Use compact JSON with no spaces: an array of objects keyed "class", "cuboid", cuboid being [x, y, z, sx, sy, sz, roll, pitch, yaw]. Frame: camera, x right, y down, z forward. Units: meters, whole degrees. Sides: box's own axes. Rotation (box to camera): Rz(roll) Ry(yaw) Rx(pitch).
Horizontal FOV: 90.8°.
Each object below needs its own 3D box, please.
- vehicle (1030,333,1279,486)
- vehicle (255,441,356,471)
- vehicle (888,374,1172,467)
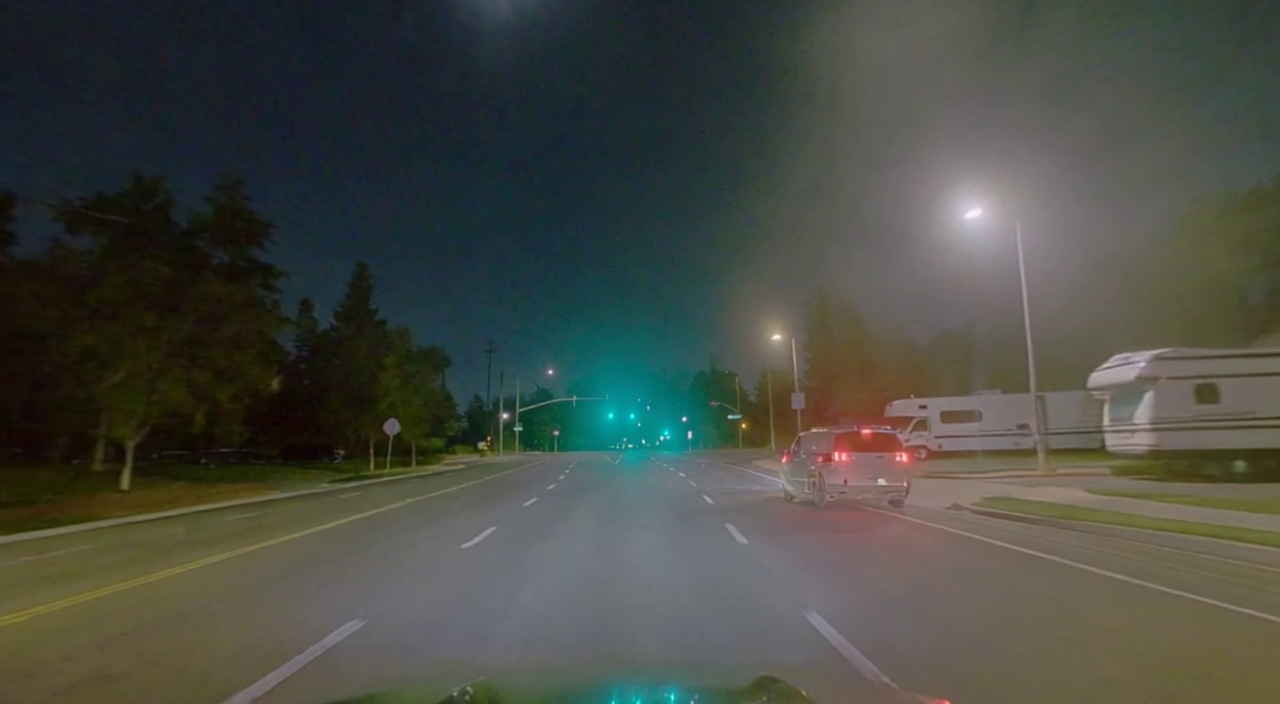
[{"class":"vehicle","cuboid":[15.655,1.479,16.202,9.450,3.499,2.789,0,-8,-3]},{"class":"vehicle","cuboid":[-24.798,7.707,47.010,6.218,2.056,2.324,-1,-5,1]},{"class":"vehicle","cuboid":[15.699,2.823,25.933,9.549,3.068,3.049,-3,-7,-3]}]
